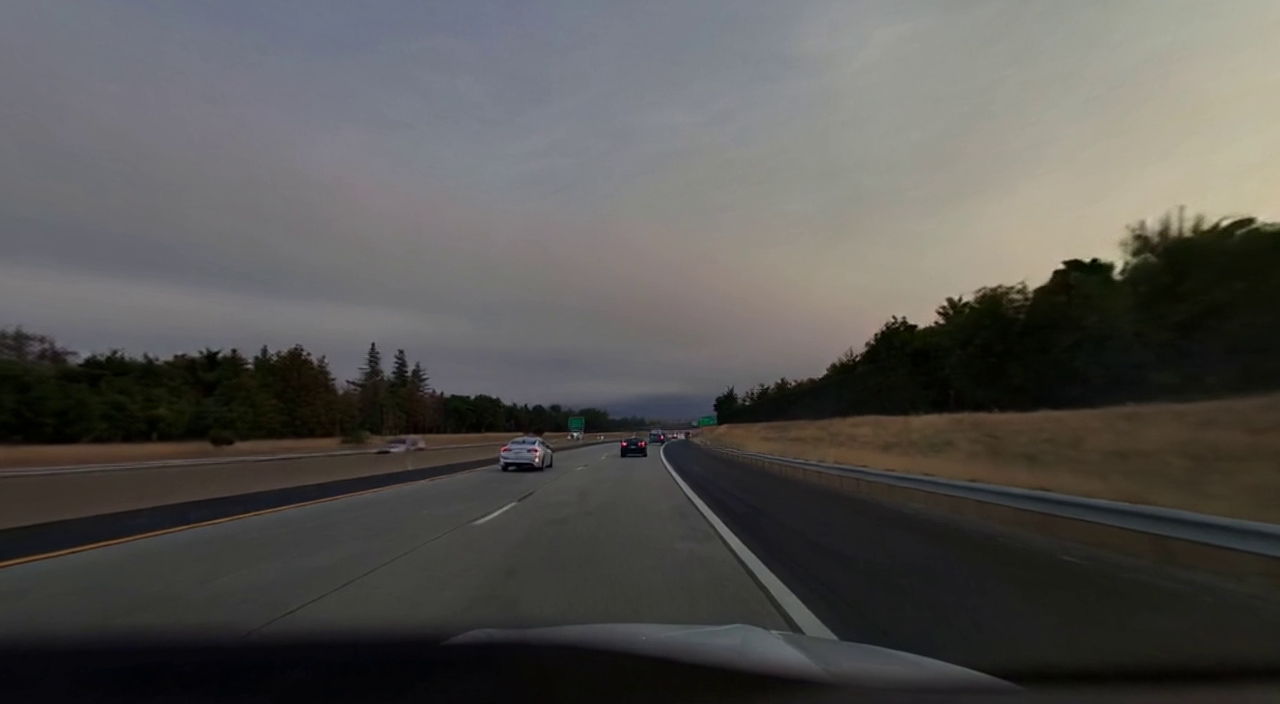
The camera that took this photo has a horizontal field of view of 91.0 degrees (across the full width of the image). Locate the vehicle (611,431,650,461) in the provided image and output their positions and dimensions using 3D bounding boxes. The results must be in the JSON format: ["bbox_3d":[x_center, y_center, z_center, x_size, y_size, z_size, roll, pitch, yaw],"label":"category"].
[{"bbox_3d":[-0.540,5.496,36.829,2.146,1.636,4.026,0,-8,-1],"label":"vehicle"}]

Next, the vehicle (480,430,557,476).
[{"bbox_3d":[-4.676,3.957,24.901,2.075,1.653,4.317,-1,-8,1],"label":"vehicle"}]

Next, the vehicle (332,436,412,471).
[{"bbox_3d":[-12.930,4.916,30.745,1.944,1.520,4.477,-1,-8,0],"label":"vehicle"}]
